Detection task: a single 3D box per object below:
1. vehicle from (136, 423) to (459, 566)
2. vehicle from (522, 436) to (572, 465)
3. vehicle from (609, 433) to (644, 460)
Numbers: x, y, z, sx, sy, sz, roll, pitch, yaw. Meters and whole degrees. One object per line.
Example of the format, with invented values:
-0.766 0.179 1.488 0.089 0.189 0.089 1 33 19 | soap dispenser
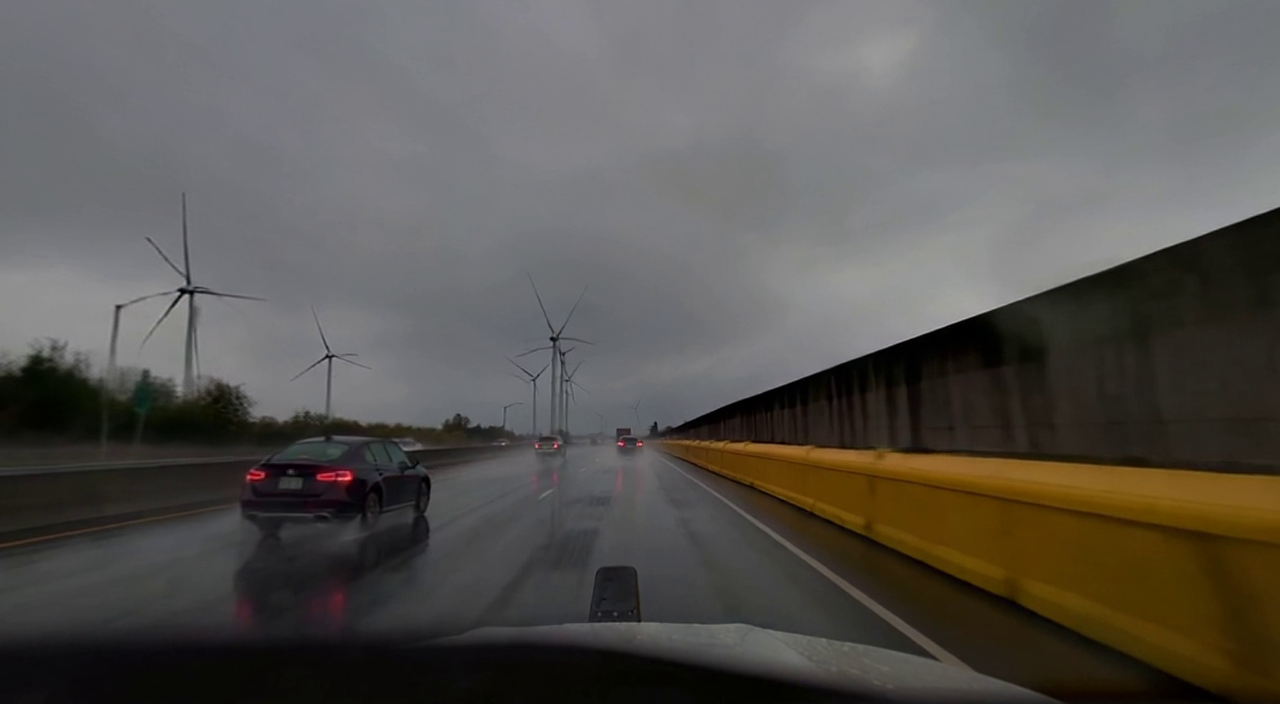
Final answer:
-4.217 1.794 8.893 1.998 1.468 4.635 0 -8 -1 | vehicle
-4.809 5.118 33.035 2.059 1.436 3.802 0 -8 0 | vehicle
-0.809 5.797 38.744 2.027 1.550 3.607 0 -8 -1 | vehicle
